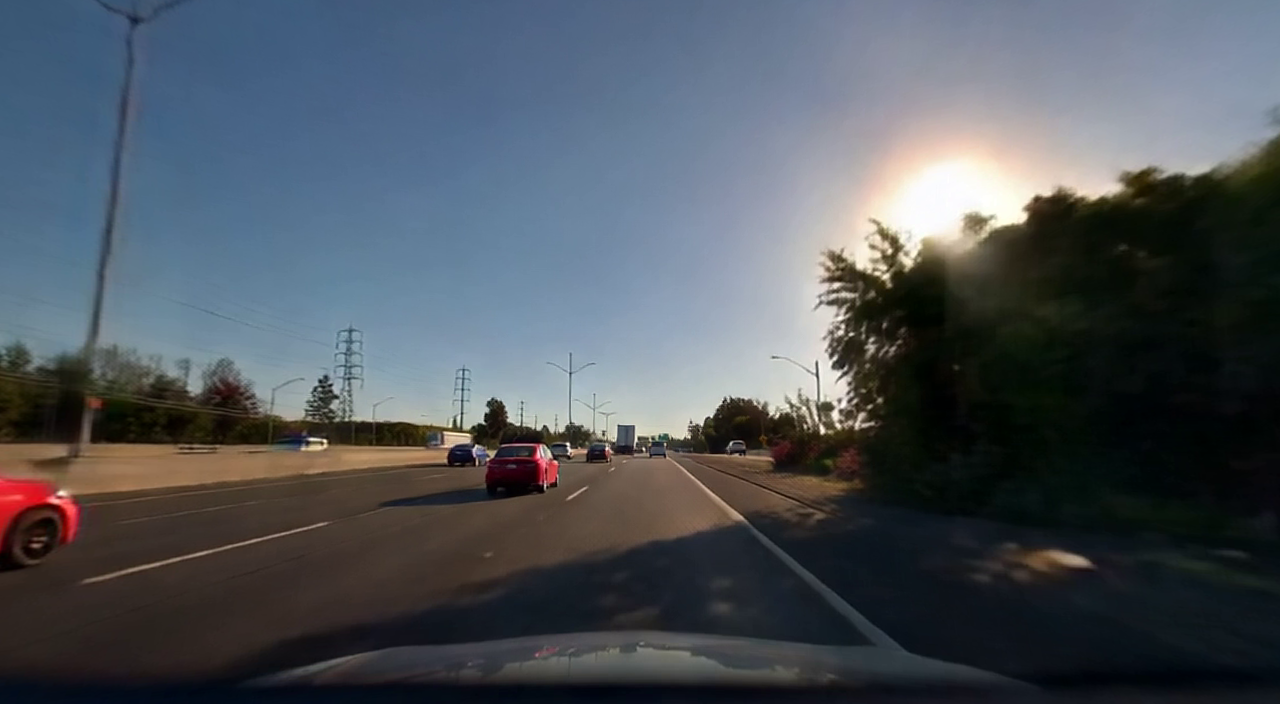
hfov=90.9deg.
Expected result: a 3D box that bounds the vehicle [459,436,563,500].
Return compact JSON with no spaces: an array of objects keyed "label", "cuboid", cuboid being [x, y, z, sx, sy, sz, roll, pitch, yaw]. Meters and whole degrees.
[{"label":"vehicle","cuboid":[-3.291,3.039,16.897,1.953,1.511,3.704,0,-8,1]}]
